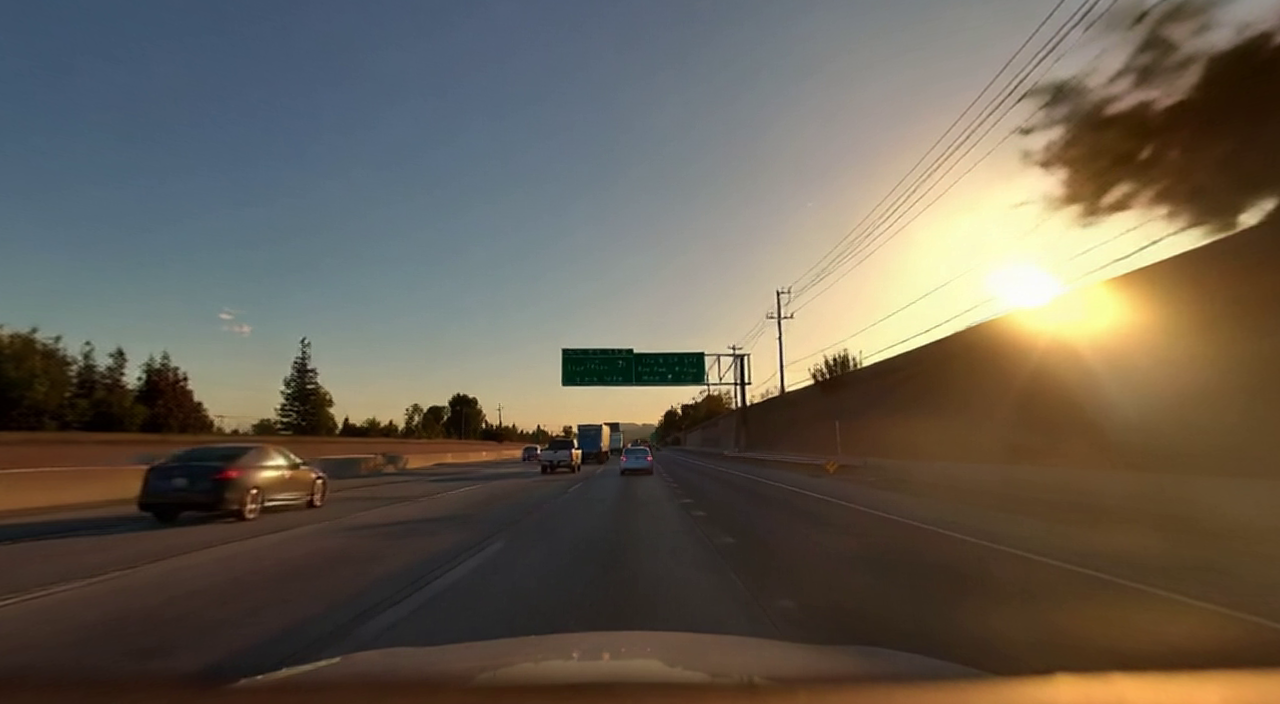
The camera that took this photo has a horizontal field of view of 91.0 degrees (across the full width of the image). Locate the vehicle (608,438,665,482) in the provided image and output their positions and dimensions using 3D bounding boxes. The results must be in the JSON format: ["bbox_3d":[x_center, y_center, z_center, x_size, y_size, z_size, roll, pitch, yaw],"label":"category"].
[{"bbox_3d":[-0.130,4.449,26.190,2.178,1.640,4.071,0,-9,0],"label":"vehicle"}]

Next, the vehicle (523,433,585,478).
[{"bbox_3d":[-3.779,4.636,28.475,2.109,1.840,4.614,0,-9,1],"label":"vehicle"}]

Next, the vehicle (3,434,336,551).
[{"bbox_3d":[-7.301,2.194,10.605,2.025,1.510,4.582,0,-9,1],"label":"vehicle"}]
